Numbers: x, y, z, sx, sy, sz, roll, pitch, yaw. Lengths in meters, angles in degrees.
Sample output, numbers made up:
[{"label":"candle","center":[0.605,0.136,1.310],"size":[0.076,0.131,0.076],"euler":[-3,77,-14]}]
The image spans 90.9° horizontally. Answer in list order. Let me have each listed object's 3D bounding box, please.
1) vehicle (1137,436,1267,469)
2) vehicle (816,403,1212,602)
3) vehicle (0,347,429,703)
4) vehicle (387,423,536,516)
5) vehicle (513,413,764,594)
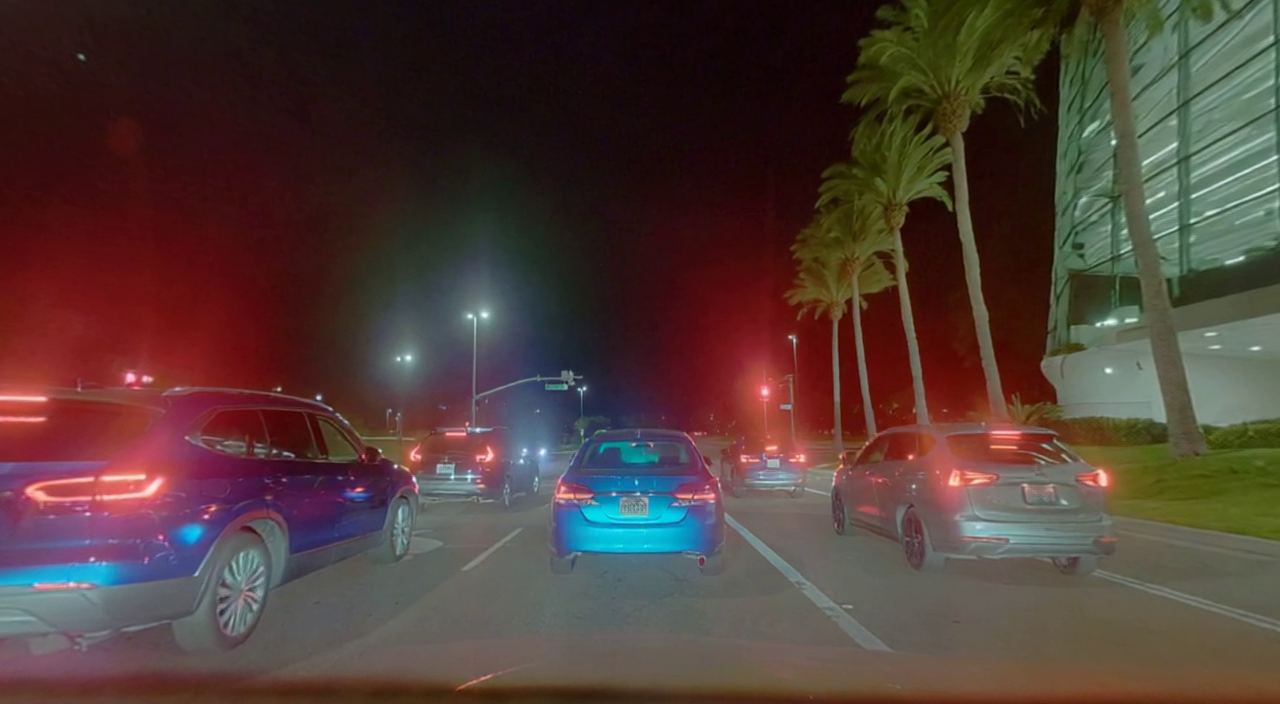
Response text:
[{"label":"vehicle","center":[25.446,4.546,28.654],"size":[4.014,1.417,1.777],"euler":[-1,-8,5]},{"label":"vehicle","center":[3.835,1.618,7.688],"size":[2.064,1.696,4.431],"euler":[0,-8,0]},{"label":"vehicle","center":[-3.542,1.173,5.354],"size":[2.014,1.775,4.404],"euler":[0,-8,-1]},{"label":"vehicle","center":[-3.467,2.357,13.077],"size":[1.917,1.631,3.768],"euler":[0,-8,1]},{"label":"vehicle","center":[-0.055,1.663,7.819],"size":[2.219,1.586,4.321],"euler":[0,-8,-1]}]
